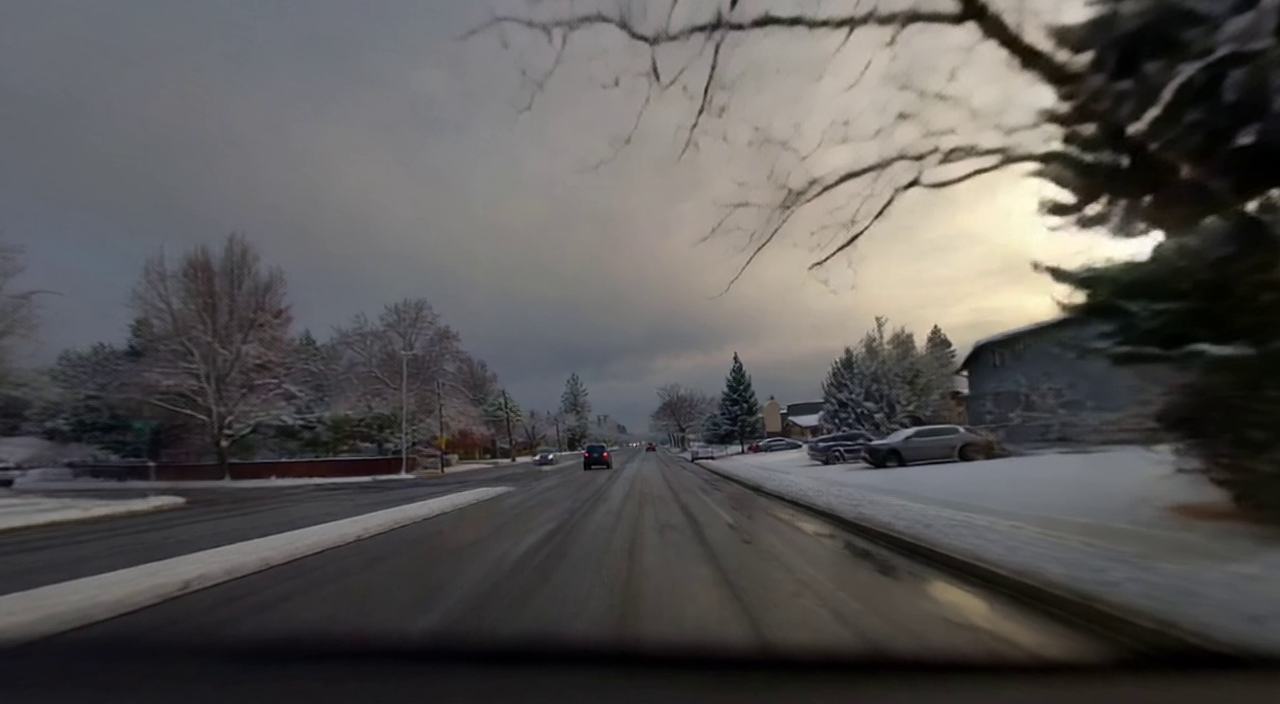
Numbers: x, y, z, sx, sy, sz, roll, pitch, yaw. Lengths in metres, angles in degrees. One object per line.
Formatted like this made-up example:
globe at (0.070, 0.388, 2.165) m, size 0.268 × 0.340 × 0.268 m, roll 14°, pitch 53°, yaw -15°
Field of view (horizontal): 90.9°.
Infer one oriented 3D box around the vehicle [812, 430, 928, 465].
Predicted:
vehicle at (10.574, 4.440, 29.233) m, size 4.606 × 1.525 × 1.932 m, roll 0°, pitch -9°, yaw -1°

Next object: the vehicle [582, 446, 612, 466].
vehicle at (-3.218, 7.886, 47.988) m, size 1.973 × 1.400 × 3.915 m, roll 0°, pitch -9°, yaw 0°
